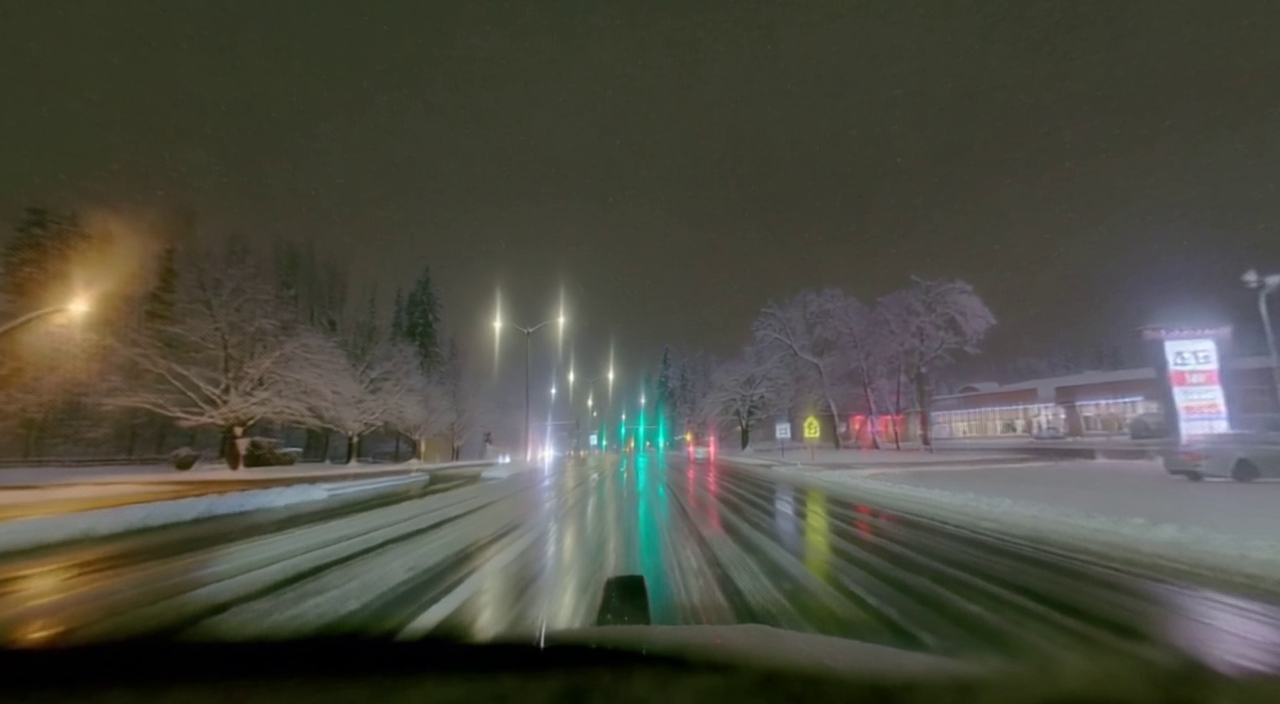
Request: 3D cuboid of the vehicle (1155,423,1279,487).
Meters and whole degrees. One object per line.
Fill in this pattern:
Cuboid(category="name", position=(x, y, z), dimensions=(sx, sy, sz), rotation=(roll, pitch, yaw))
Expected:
Cuboid(category="vehicle", position=(16.695, 2.682, 16.640), dimensions=(4.233, 1.562, 2.143), rotation=(0, -8, 2))

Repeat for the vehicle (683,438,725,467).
Cuboid(category="vehicle", position=(3.856, 6.128, 38.677), dimensions=(2.007, 1.683, 4.171), rotation=(0, -8, -1))
